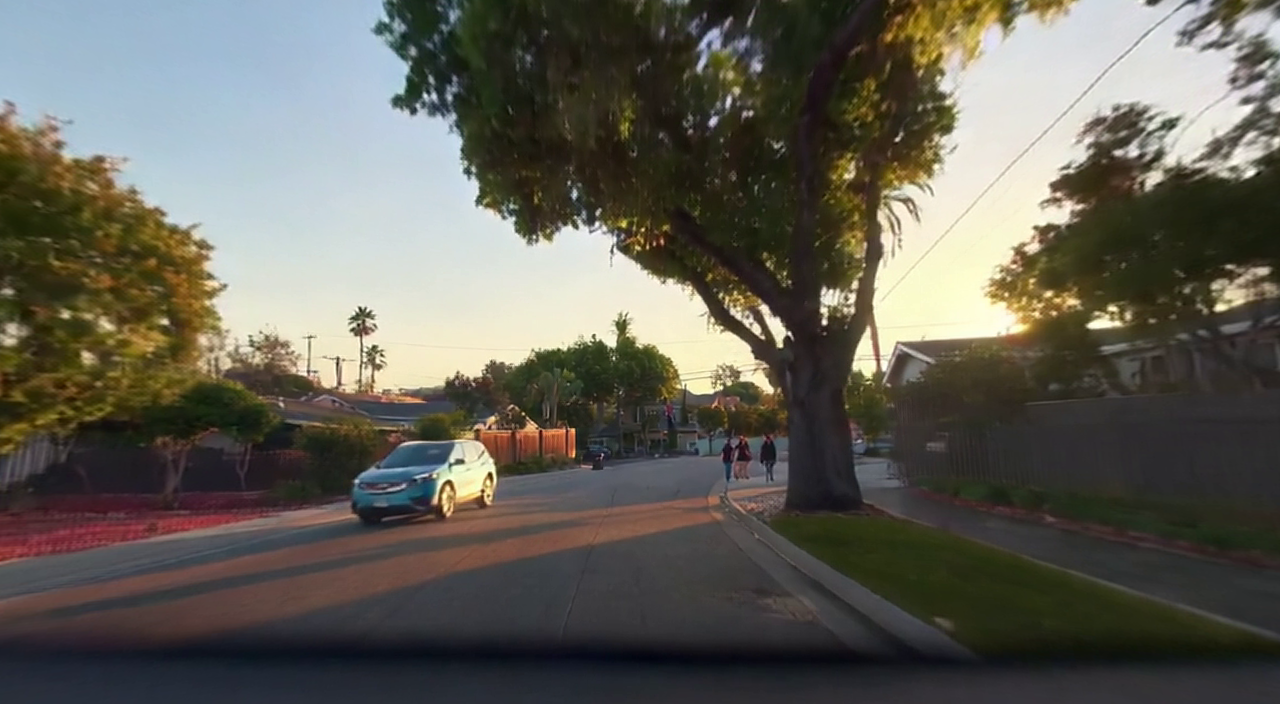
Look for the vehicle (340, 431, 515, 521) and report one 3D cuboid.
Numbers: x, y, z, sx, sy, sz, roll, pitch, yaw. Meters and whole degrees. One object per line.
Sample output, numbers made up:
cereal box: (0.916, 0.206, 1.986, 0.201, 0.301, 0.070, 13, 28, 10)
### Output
vehicle: (-4.692, 2.831, 14.892, 2.208, 1.758, 4.529, -1, -9, 5)
